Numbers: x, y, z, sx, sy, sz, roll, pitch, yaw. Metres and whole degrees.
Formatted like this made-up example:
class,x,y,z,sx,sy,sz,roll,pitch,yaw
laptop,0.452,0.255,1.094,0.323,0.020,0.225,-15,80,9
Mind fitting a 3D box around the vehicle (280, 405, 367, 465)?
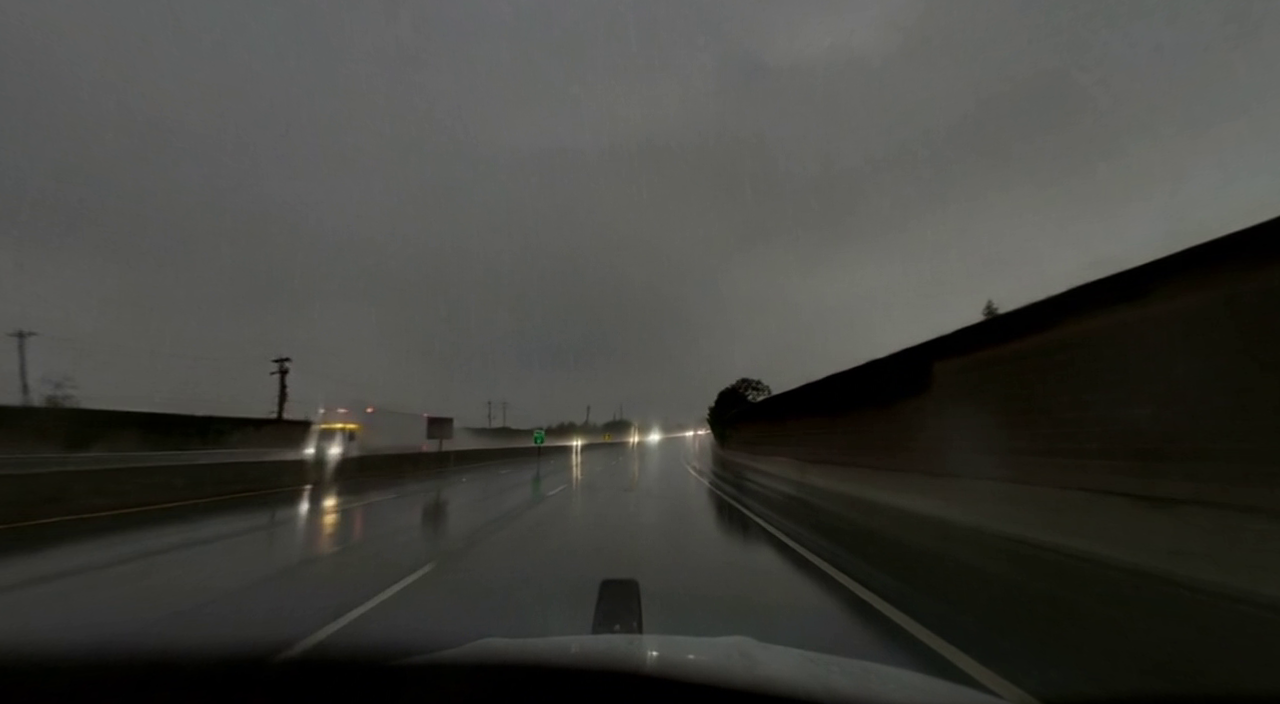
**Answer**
class,x,y,z,sx,sy,sz,roll,pitch,yaw
vehicle,-22.290,5.933,44.741,2.958,3.973,5.792,0,-8,2
